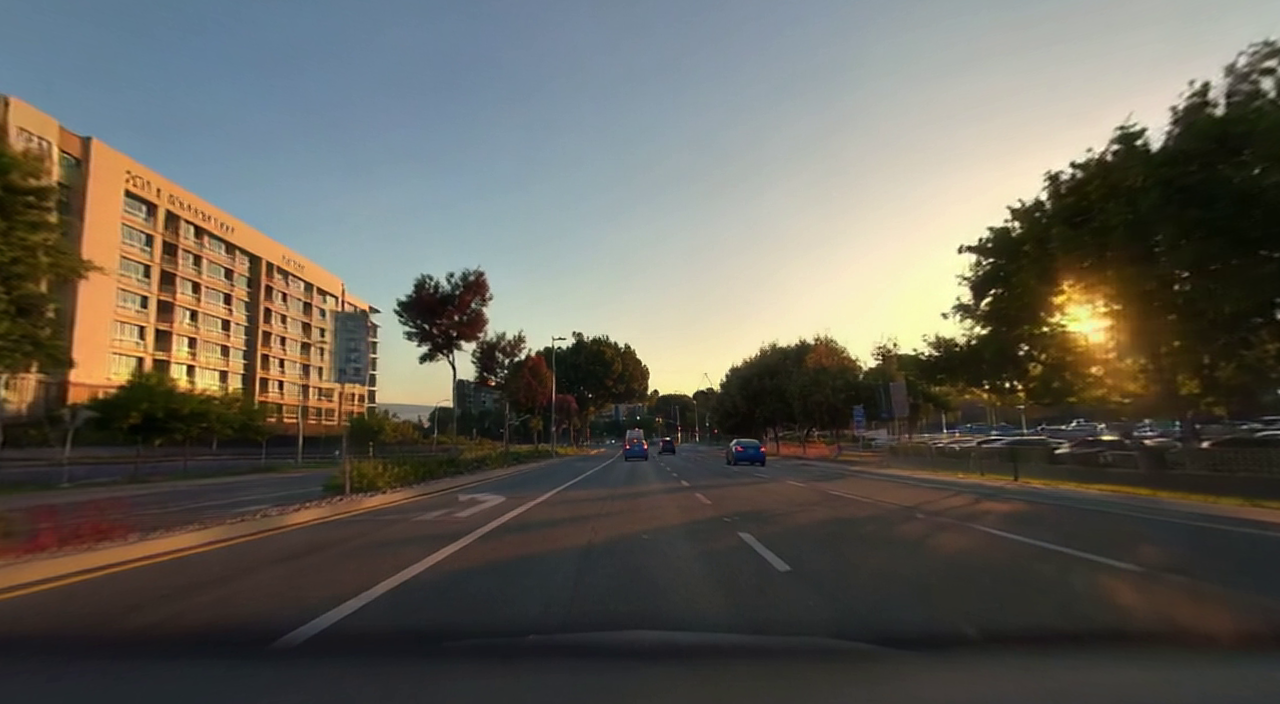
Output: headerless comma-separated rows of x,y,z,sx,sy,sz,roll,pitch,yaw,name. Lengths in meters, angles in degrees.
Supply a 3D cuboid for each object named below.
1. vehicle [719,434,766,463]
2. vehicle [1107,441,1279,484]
6.633,6.366,41.441,2.136,1.799,4.796,0,-9,-2,vehicle
19.907,3.952,22.626,4.653,1.438,1.939,0,-9,-2,vehicle
